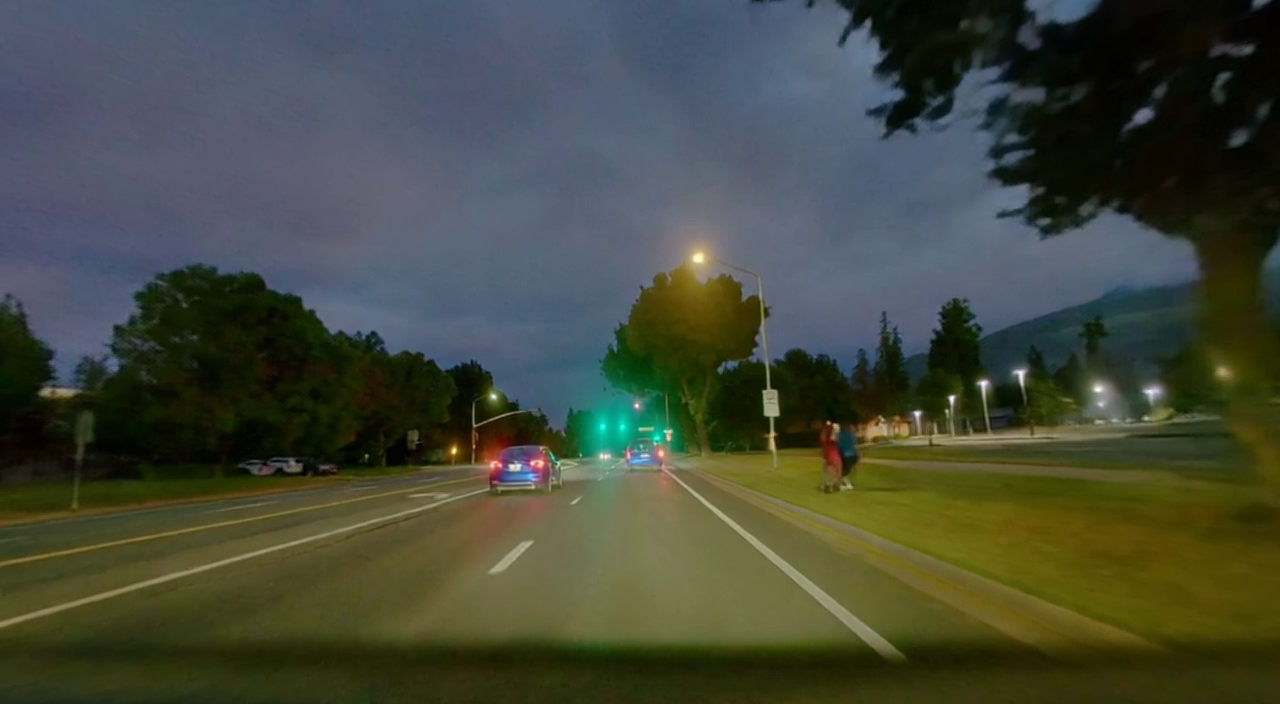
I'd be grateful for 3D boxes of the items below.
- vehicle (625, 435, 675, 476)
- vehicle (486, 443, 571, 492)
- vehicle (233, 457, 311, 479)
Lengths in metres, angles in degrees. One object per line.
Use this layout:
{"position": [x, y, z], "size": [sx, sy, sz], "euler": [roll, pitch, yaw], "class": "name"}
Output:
{"position": [0.388, 4.920, 30.159], "size": [2.215, 1.799, 4.426], "euler": [0, -8, -1], "class": "vehicle"}
{"position": [-3.568, 3.754, 20.936], "size": [2.036, 1.447, 4.044], "euler": [0, -8, 1], "class": "vehicle"}
{"position": [-25.565, 8.057, 43.804], "size": [4.182, 1.444, 1.884], "euler": [0, -8, -3], "class": "vehicle"}
